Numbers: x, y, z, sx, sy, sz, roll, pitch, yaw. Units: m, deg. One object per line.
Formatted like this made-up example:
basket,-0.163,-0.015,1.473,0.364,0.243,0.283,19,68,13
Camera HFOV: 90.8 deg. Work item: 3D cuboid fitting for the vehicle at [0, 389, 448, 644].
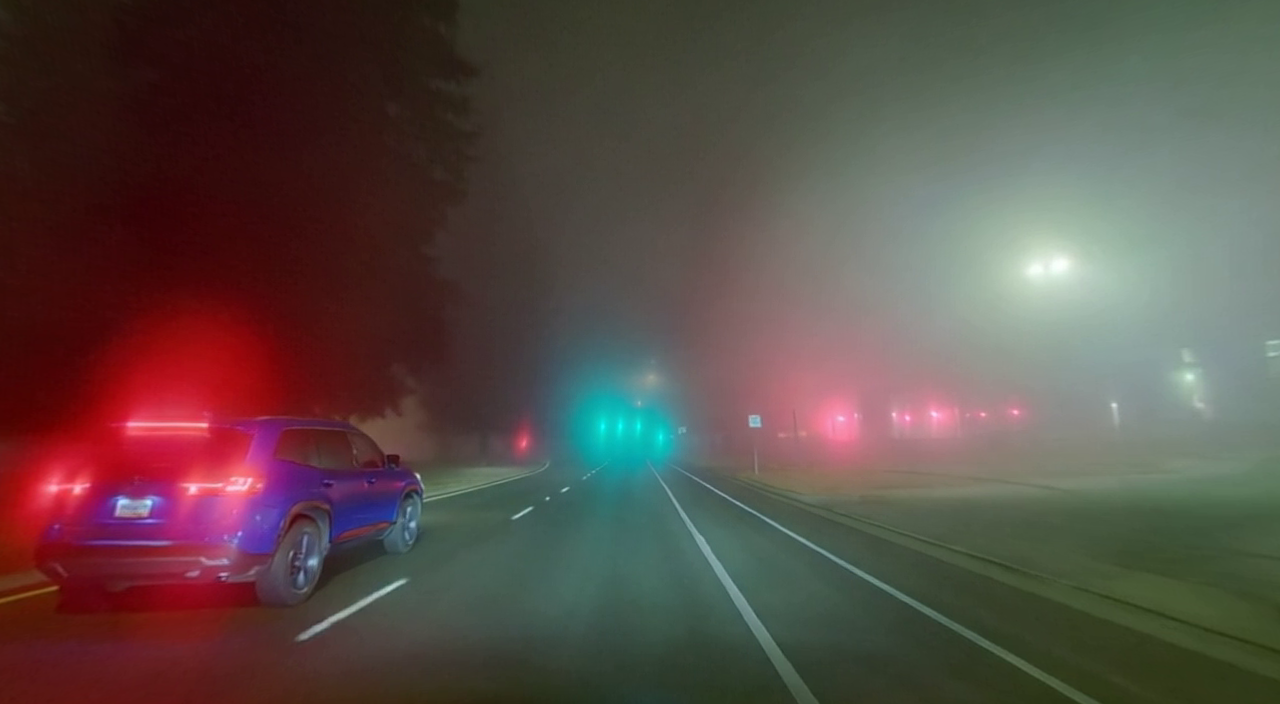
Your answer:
vehicle,-3.759,1.448,6.558,2.121,1.724,4.392,0,-9,0
